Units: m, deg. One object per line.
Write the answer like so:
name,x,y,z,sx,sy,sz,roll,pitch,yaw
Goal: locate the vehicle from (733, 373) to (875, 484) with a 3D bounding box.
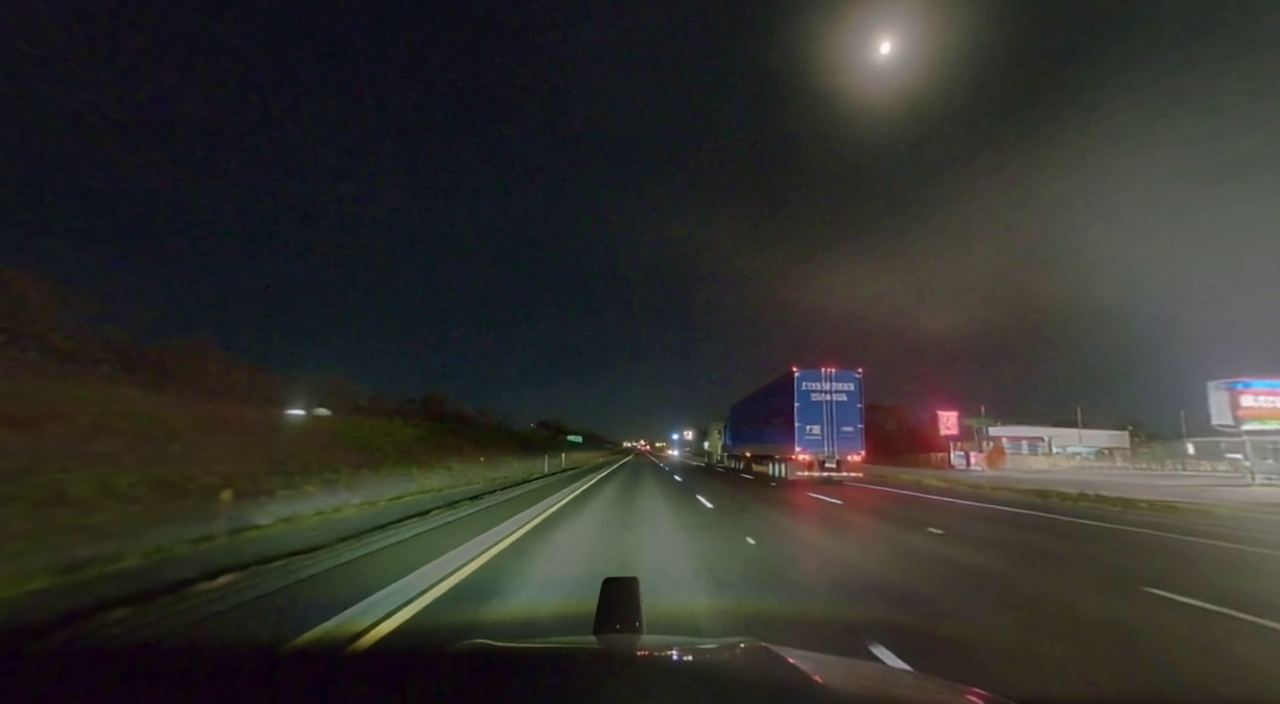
vehicle,7.261,4.005,31.520,2.912,4.153,15.866,0,-8,0
